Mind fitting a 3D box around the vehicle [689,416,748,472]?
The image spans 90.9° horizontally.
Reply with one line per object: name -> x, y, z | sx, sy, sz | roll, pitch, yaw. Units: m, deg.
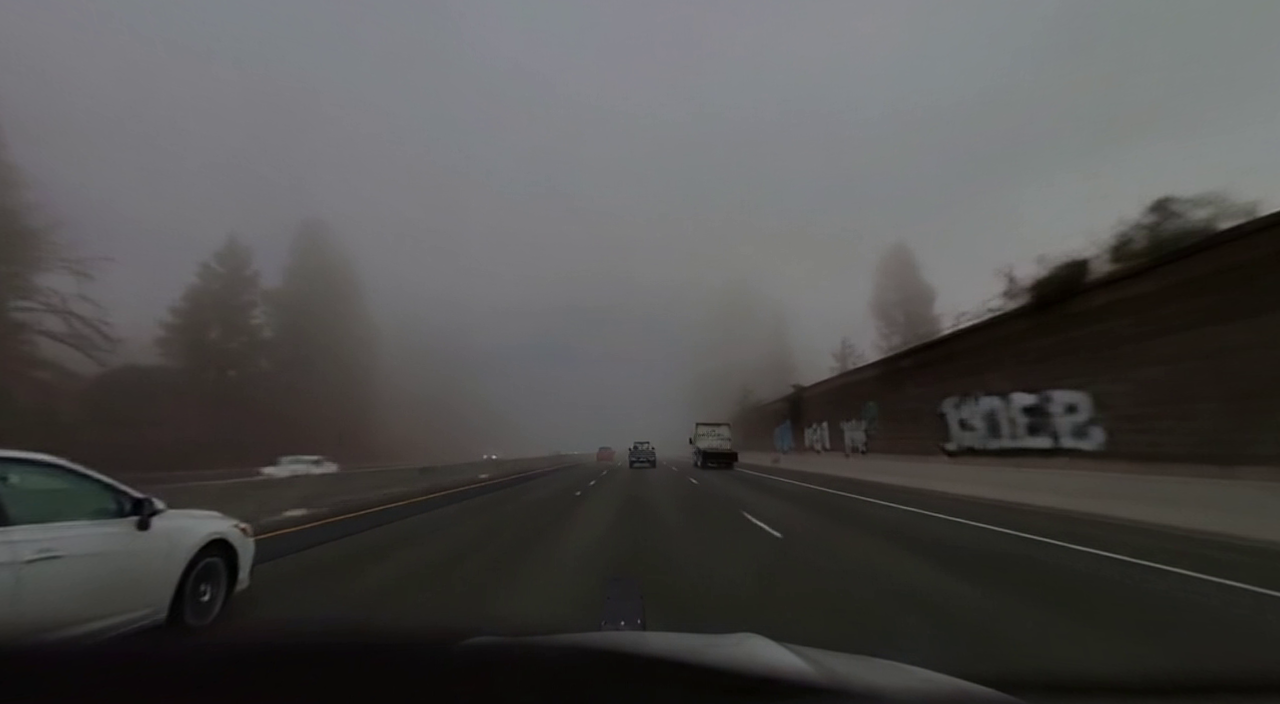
vehicle -> 4.426, 5.362, 36.621 | 2.549, 2.931, 6.310 | 0, -9, 0

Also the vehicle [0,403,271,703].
vehicle -> -3.715, 0.899, 2.336 | 2.023, 1.444, 4.379 | 0, -9, 0

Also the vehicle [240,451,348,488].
vehicle -> -16.550, 5.641, 30.561 | 2.207, 1.599, 5.423 | 0, -9, 0

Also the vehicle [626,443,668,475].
vehicle -> 0.326, 5.514, 32.690 | 2.009, 1.506, 4.091 | 0, -9, 0
